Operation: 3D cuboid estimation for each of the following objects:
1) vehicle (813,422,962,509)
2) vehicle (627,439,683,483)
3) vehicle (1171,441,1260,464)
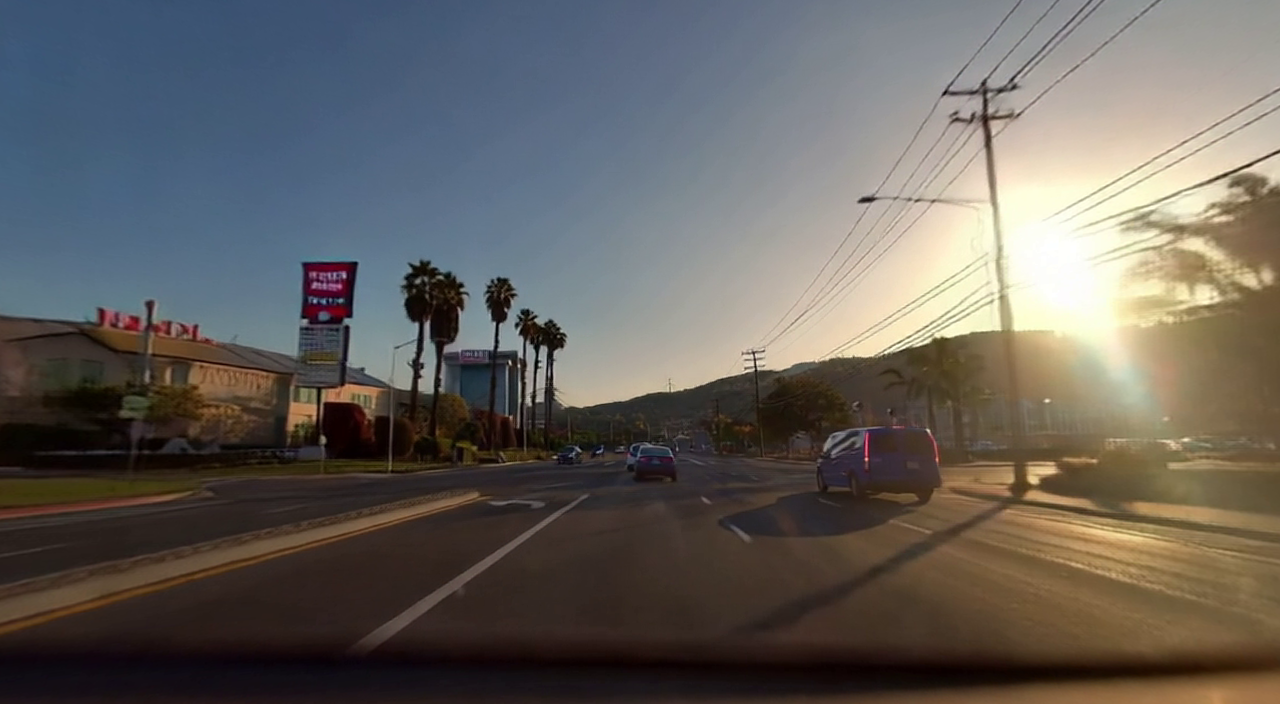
[{"bbox_3d":[6.217,2.910,16.514,2.107,1.928,4.471,0,-9,1],"label":"vehicle"},{"bbox_3d":[0.598,4.476,26.120,2.138,1.672,4.168,0,-9,1],"label":"vehicle"},{"bbox_3d":[45.619,7.991,49.987,4.928,1.678,1.971,-1,-10,1],"label":"vehicle"}]
